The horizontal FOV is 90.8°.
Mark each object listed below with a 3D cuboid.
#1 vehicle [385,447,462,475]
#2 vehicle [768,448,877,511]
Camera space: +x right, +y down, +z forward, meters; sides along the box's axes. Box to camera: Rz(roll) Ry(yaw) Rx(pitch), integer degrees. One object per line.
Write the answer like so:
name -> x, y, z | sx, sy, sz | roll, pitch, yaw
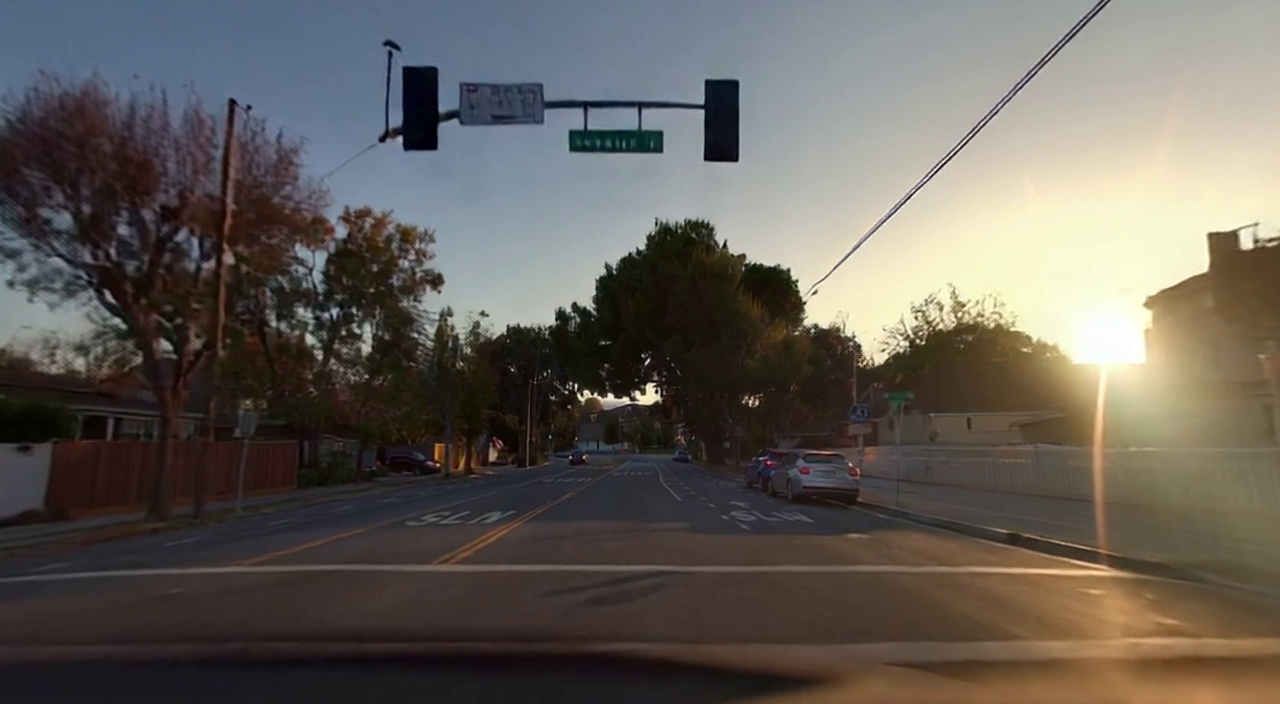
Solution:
vehicle -> -16.177, 8.106, 47.220 | 5.125, 1.941, 2.086 | 4, -10, -26
vehicle -> 5.175, 3.638, 18.617 | 1.891, 1.611, 4.269 | 0, -9, 0
